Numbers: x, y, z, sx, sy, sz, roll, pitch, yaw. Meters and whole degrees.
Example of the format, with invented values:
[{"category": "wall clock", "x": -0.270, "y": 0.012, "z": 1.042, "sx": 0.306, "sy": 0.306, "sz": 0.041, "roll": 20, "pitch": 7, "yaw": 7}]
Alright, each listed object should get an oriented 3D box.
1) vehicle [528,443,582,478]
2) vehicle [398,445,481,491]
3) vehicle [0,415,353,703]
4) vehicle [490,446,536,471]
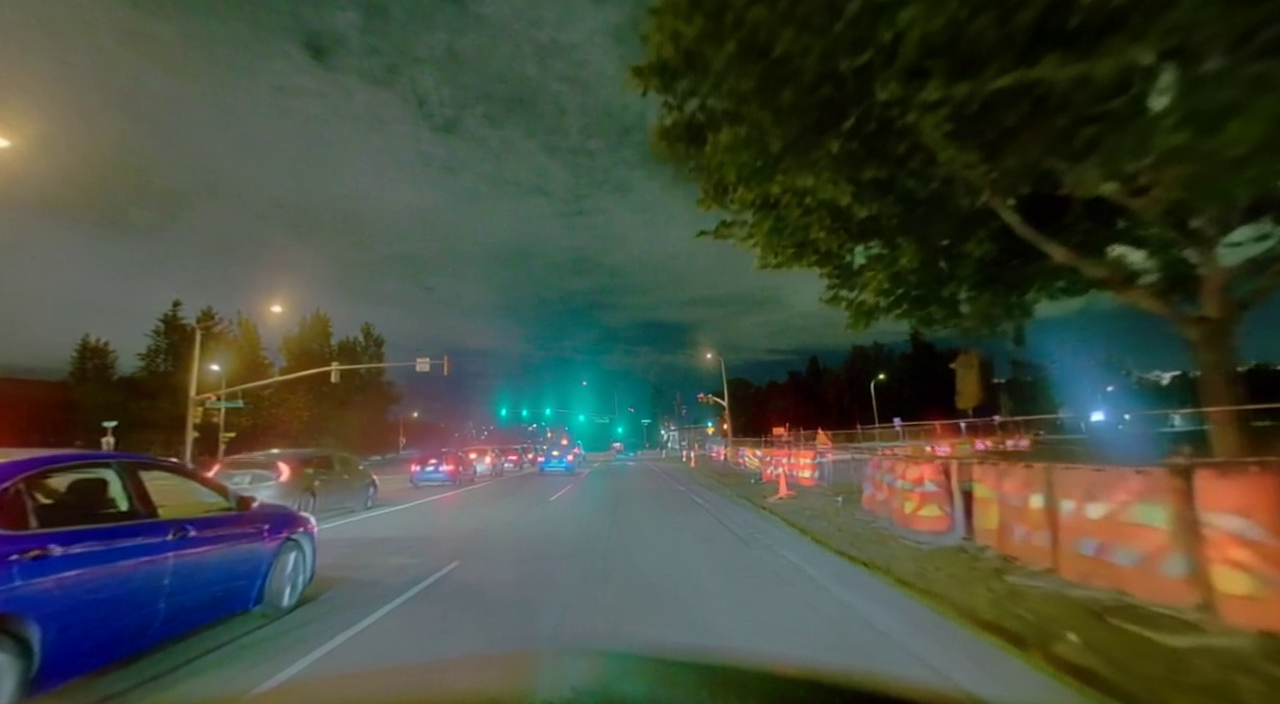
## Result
[{"category": "vehicle", "x": -3.886, "y": 5.020, "z": 29.412, "sx": 2.042, "sy": 1.441, "sz": 4.172, "roll": -1, "pitch": -9, "yaw": -1}, {"category": "vehicle", "x": -7.548, "y": 4.384, "z": 24.256, "sx": 1.900, "sy": 1.507, "sz": 4.285, "roll": -2, "pitch": -9, "yaw": -1}, {"category": "vehicle", "x": -3.924, "y": 1.252, "z": 4.010, "sx": 2.026, "sy": 1.497, "sz": 4.577, "roll": -2, "pitch": -9, "yaw": 1}, {"category": "vehicle", "x": -8.100, "y": 6.803, "z": 40.651, "sx": 1.933, "sy": 1.458, "sz": 4.544, "roll": 0, "pitch": -9, "yaw": 1}]
